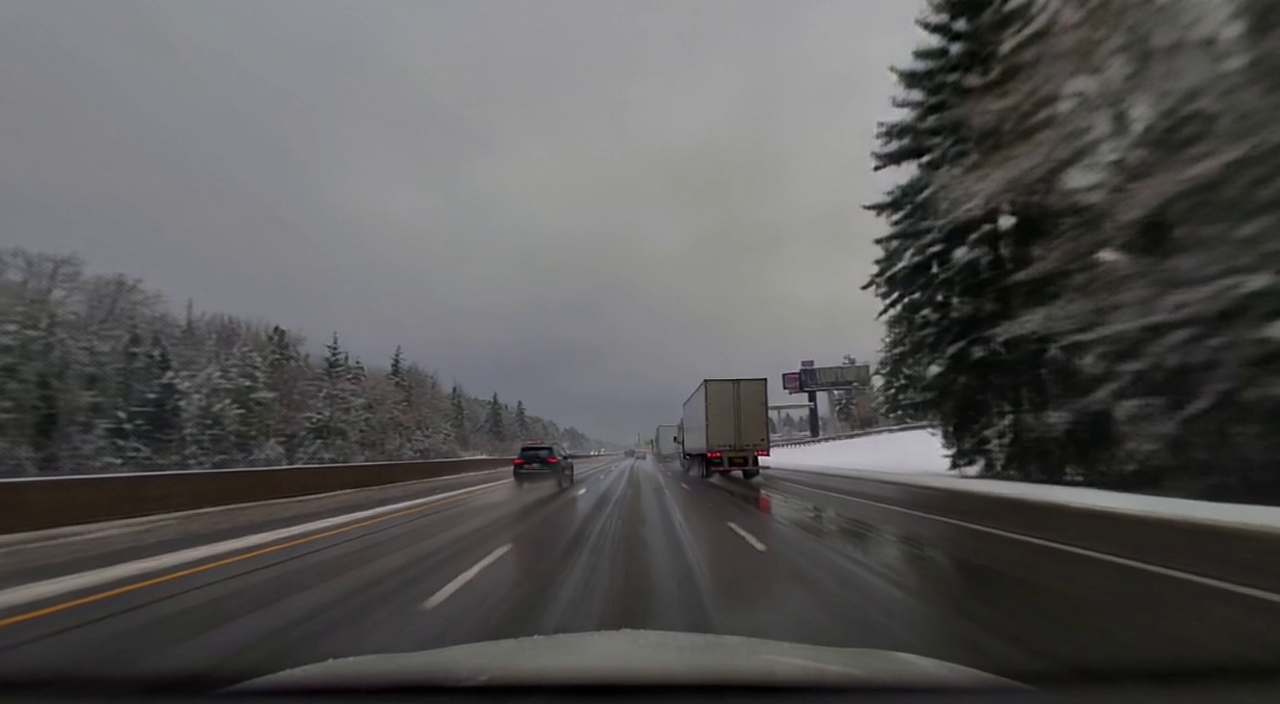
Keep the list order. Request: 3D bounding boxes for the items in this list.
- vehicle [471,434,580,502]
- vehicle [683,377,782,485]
[{"bbox_3d":[-3.299,3.469,19.320,2.291,1.788,4.825,0,-9,1],"label":"vehicle"},{"bbox_3d":[4.161,4.214,32.174,2.826,4.269,14.176,0,-9,0],"label":"vehicle"}]
